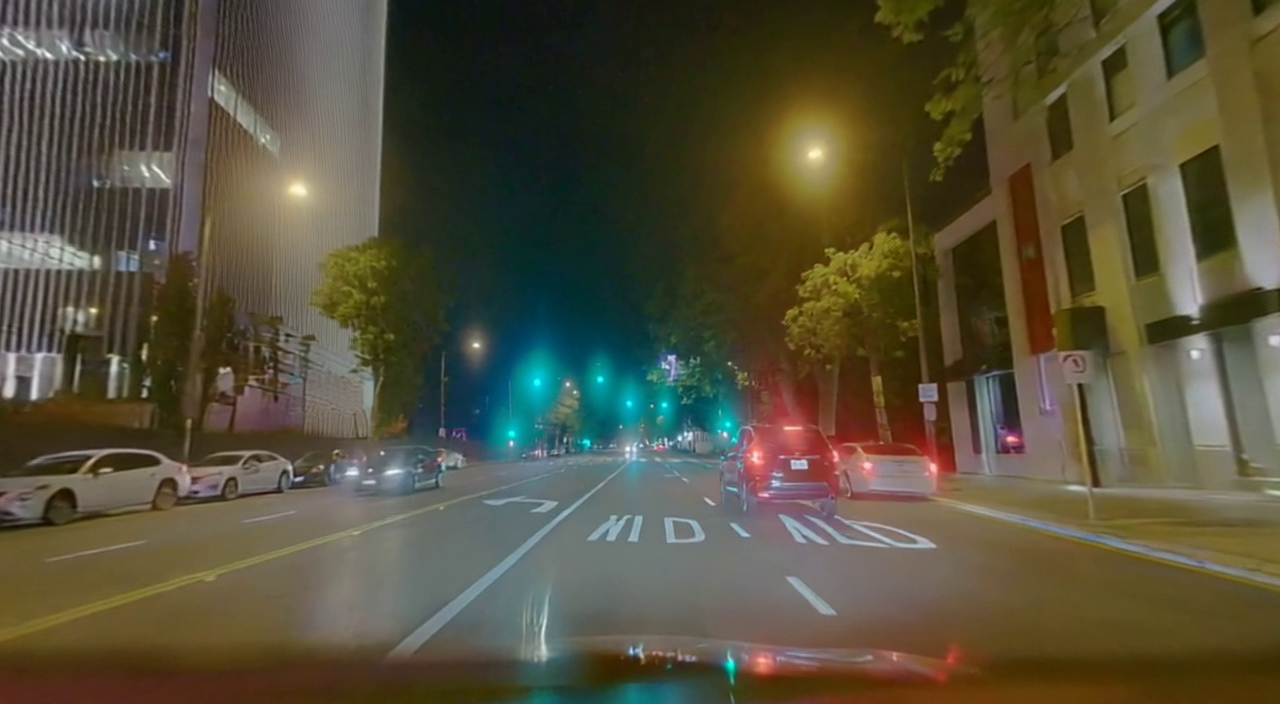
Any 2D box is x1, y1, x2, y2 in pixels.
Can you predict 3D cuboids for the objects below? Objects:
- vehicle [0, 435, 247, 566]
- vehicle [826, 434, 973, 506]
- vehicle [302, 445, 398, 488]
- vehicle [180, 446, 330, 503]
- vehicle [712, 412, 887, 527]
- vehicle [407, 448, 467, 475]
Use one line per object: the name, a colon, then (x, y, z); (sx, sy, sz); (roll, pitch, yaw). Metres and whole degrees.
vehicle: (-8.875, 2.237, 10.471); (1.750, 1.607, 4.241); (0, -6, 3)
vehicle: (6.504, 2.986, 16.422); (1.962, 1.617, 4.325); (0, -8, 0)
vehicle: (-12.159, 4.798, 26.809); (1.937, 1.642, 4.591); (0, -8, -1)
vehicle: (-12.505, 3.947, 20.923); (1.951, 1.632, 4.719); (0, -8, 1)
vehicle: (2.894, 2.298, 12.968); (2.118, 1.848, 5.426); (0, -8, -1)
vehicle: (-12.128, 6.561, 37.965); (1.832, 1.467, 4.854); (0, -8, 2)
